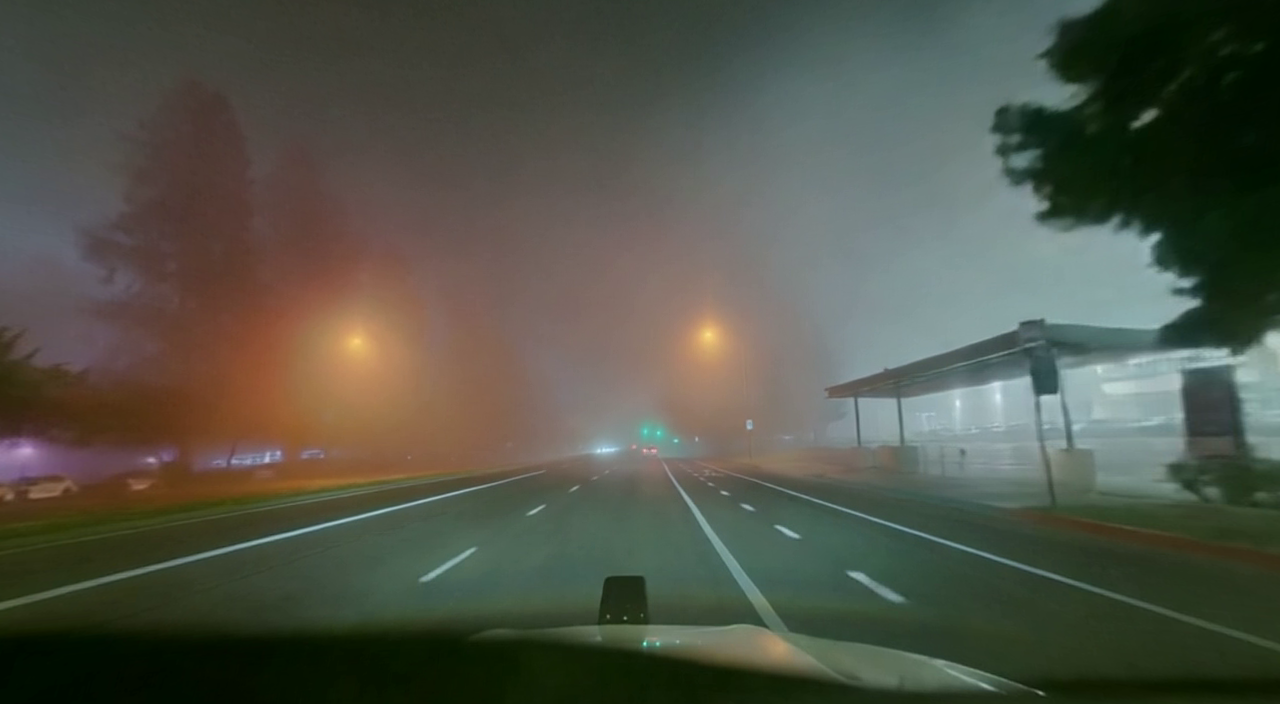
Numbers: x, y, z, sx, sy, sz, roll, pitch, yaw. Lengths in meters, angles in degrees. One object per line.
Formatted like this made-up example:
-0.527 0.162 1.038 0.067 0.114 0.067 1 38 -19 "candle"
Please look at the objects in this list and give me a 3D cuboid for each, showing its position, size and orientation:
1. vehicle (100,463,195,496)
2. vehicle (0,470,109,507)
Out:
-29.717 7.667 38.233 1.902 1.746 4.706 0 -9 1 "vehicle"
-29.776 6.847 31.900 1.815 1.531 4.544 0 -9 -1 "vehicle"
